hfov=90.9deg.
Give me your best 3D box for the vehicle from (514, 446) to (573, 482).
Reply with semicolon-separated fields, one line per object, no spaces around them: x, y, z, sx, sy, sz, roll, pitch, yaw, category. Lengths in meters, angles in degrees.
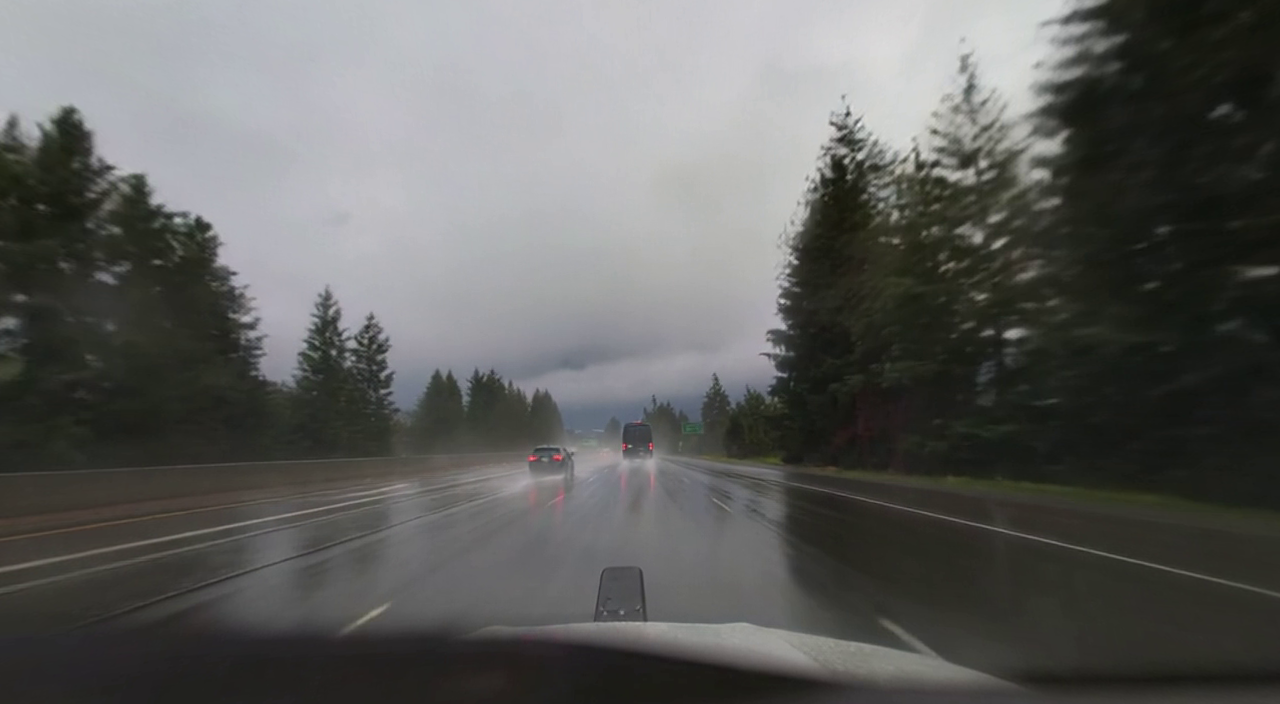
-4.277;5.031;28.669;1.916;1.506;4.476;0;-9;1;vehicle
